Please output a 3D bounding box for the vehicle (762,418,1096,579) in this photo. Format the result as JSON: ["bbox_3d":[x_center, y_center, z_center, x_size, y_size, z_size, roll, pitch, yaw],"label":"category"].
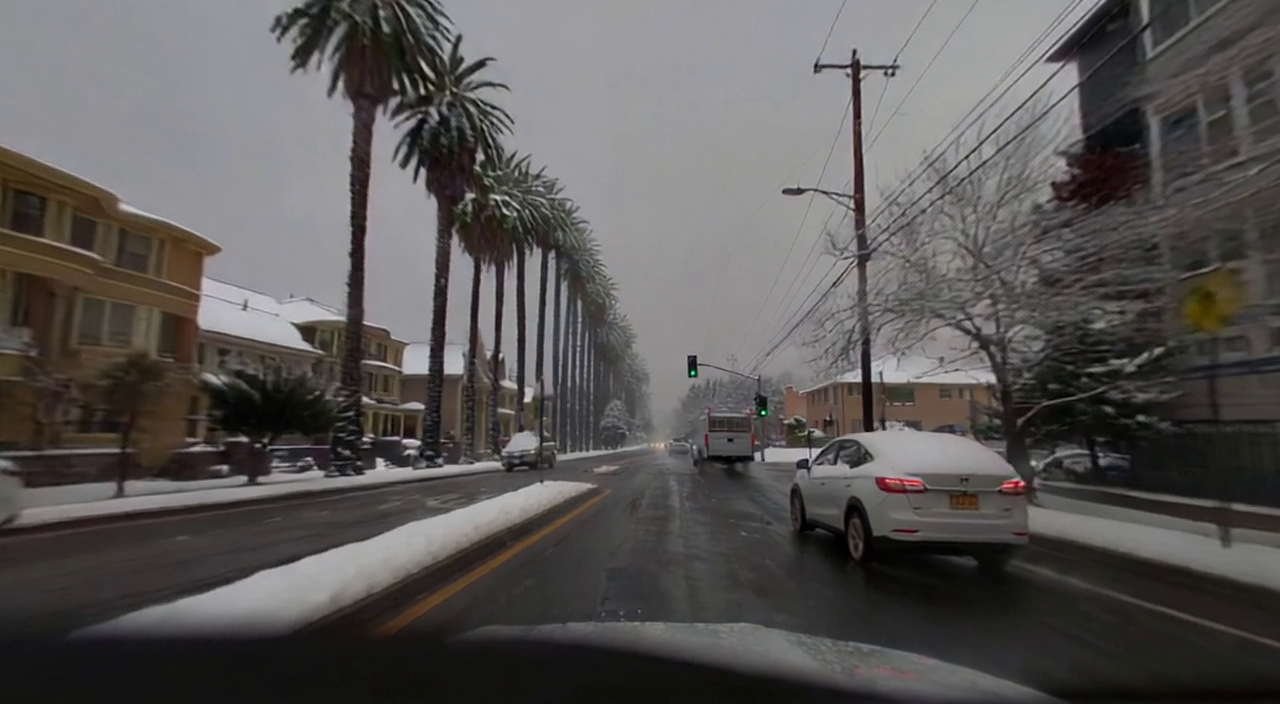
[{"bbox_3d":[3.315,1.787,8.543,2.096,1.552,4.519,0,-9,-4],"label":"vehicle"}]

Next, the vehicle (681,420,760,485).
[{"bbox_3d":[2.660,3.486,22.030,2.109,2.002,4.424,0,-9,-1],"label":"vehicle"}]

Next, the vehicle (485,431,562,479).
[{"bbox_3d":[-5.213,4.655,28.942,2.069,1.820,4.388,-4,-6,9],"label":"vehicle"}]
